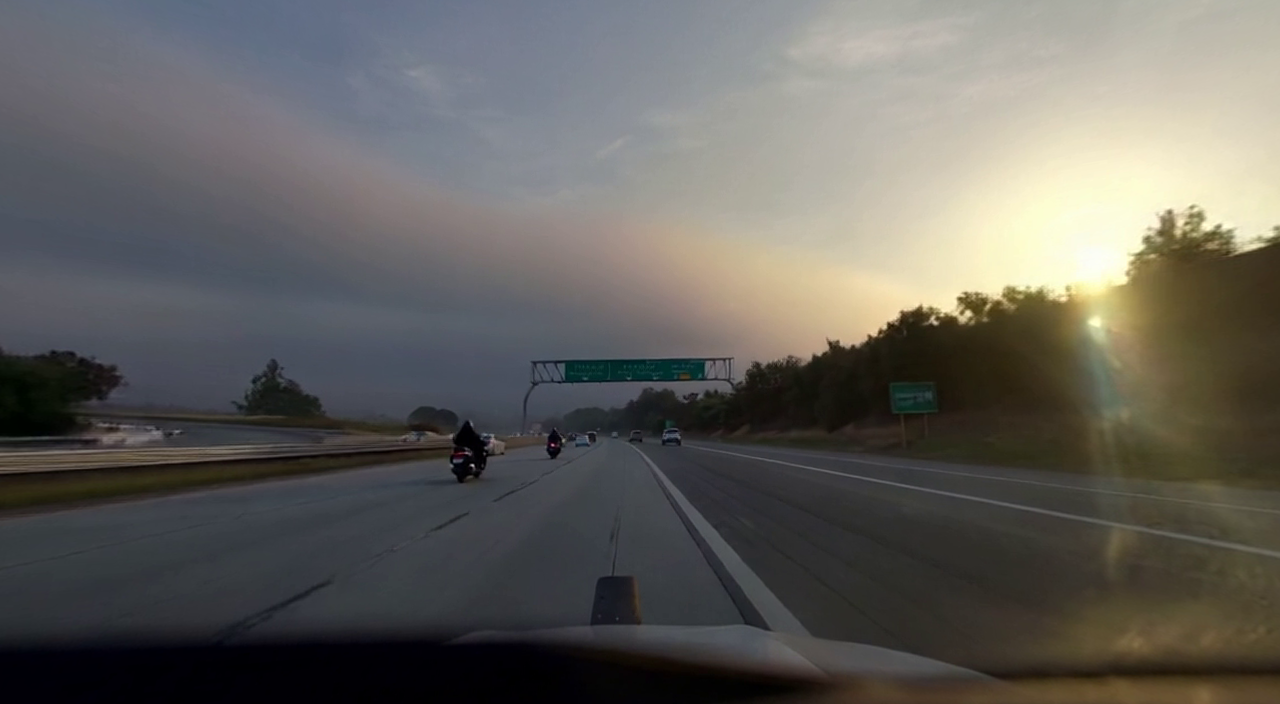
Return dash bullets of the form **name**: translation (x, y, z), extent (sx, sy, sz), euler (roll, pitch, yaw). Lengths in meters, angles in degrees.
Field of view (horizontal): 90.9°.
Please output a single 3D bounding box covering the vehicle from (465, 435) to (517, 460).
- **vehicle**: translation (-8.862, 5.713, 37.962), extent (2.053, 1.409, 4.704), euler (0, -8, -1)
